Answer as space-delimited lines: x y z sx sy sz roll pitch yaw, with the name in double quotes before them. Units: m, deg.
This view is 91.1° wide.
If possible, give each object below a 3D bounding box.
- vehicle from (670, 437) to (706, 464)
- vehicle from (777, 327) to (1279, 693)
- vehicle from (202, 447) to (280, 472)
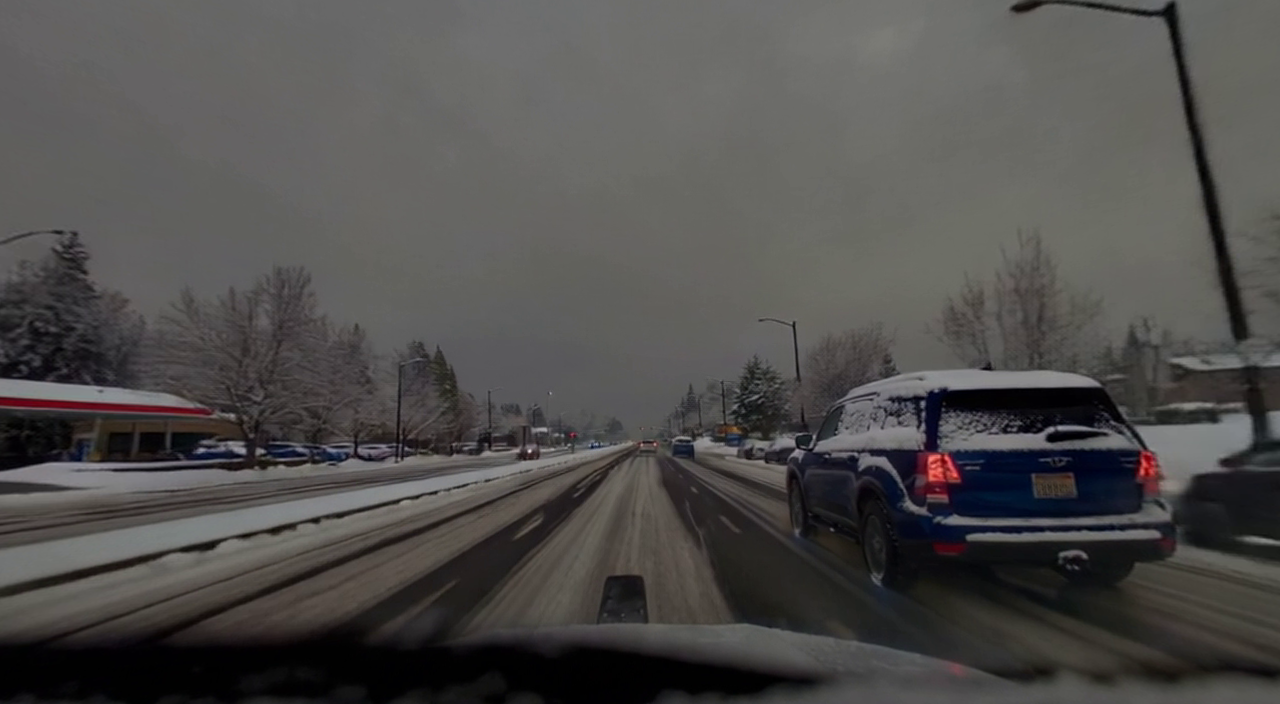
"vehicle" 3.454 7.176 46.058 2.317 1.857 5.150 0 -8 1
"vehicle" 2.917 1.178 5.824 2.246 1.963 4.777 0 -8 1
"vehicle" -26.105 7.053 41.151 3.765 1.559 1.915 0 -8 1
